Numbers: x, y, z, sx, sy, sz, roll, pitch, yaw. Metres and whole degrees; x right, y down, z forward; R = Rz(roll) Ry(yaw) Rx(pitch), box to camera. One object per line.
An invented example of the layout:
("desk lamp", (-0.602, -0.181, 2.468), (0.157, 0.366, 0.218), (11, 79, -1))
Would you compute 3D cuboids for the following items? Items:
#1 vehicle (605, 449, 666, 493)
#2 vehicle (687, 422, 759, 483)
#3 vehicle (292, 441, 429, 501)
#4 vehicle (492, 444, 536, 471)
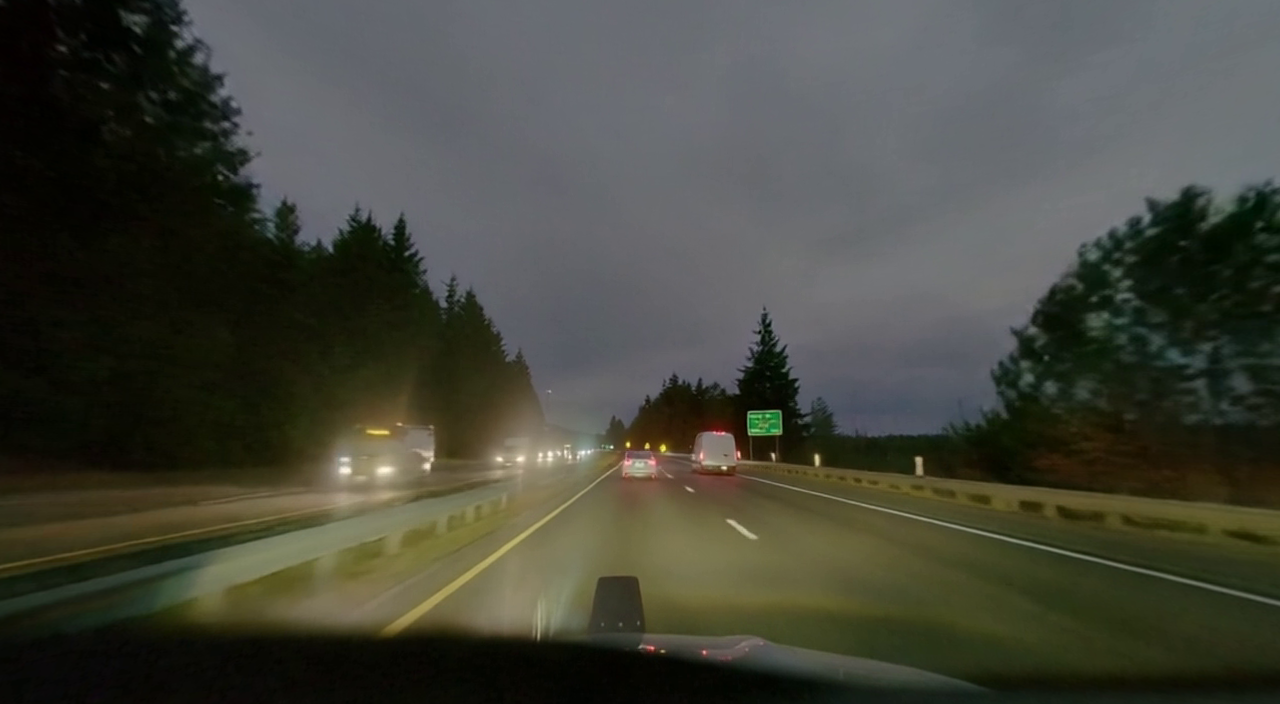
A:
("vehicle", (-0.189, 4.295, 23.063), (2.037, 1.417, 3.885), (0, -9, -1))
("vehicle", (3.853, 4.886, 30.650), (2.513, 2.633, 5.930), (0, -9, -1))
("vehicle", (-7.686, 3.312, 17.884), (1.888, 1.466, 4.355), (0, -9, 0))
("vehicle", (-7.844, 6.606, 39.629), (1.914, 1.609, 4.184), (0, -9, 0))
